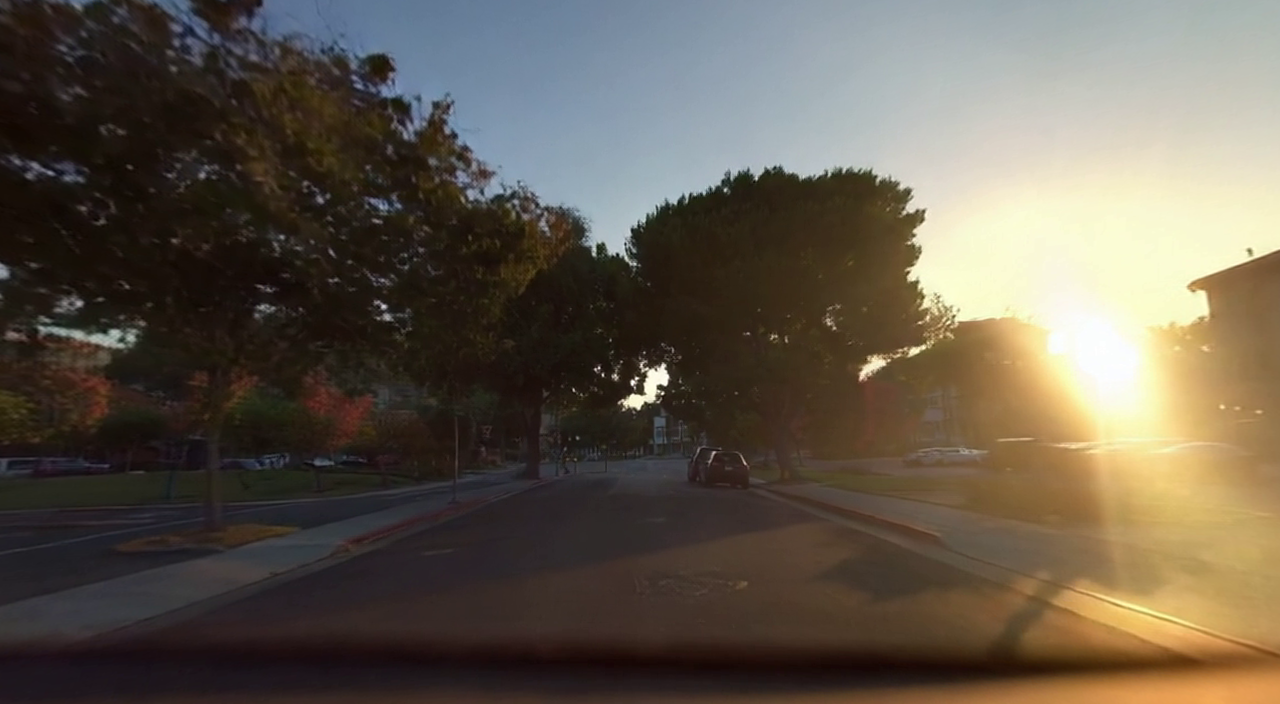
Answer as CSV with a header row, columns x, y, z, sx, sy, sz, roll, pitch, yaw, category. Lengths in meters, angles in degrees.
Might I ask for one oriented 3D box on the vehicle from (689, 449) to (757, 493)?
x,y,z,sx,sy,sz,roll,pitch,yaw,category
3.106,4.565,24.566,2.064,1.532,4.596,0,-9,1,vehicle
